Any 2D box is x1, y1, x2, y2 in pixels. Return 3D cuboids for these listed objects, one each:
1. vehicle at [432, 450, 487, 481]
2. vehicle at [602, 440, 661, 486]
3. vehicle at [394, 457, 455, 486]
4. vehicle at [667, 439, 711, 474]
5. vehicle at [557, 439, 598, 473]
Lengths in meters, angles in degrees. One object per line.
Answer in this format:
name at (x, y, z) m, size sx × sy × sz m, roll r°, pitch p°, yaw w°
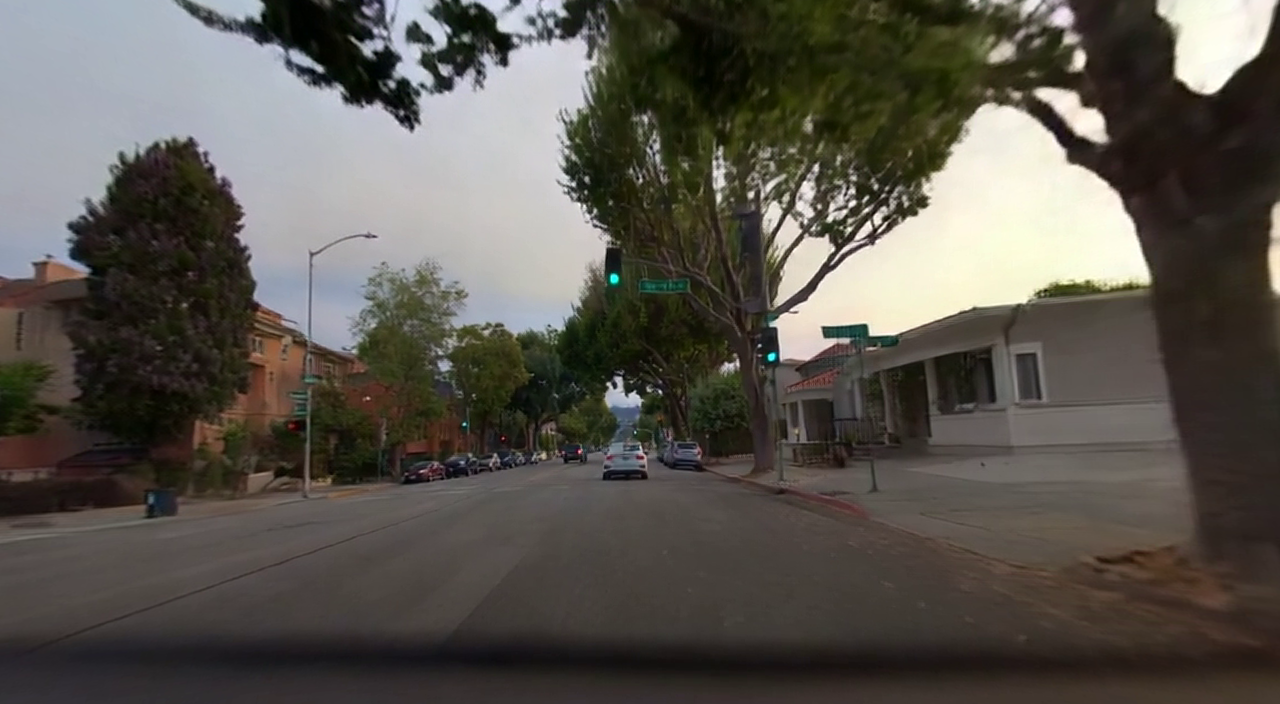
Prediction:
vehicle at (-12.300, 7.731, 43.385) m, size 2.109 × 1.941 × 6.025 m, roll 0°, pitch -9°, yaw -1°
vehicle at (-0.327, 4.047, 23.243) m, size 1.998 × 1.518 × 4.015 m, roll 0°, pitch -9°, yaw -1°
vehicle at (-12.178, 6.765, 35.867) m, size 1.913 × 1.475 × 4.372 m, roll 0°, pitch -9°, yaw 1°
vehicle at (2.574, 5.659, 34.271) m, size 1.969 × 1.725 × 4.387 m, roll 0°, pitch -9°, yaw -1°
vehicle at (-3.617, 6.101, 37.064) m, size 1.983 × 1.841 × 4.013 m, roll 0°, pitch -9°, yaw 1°
